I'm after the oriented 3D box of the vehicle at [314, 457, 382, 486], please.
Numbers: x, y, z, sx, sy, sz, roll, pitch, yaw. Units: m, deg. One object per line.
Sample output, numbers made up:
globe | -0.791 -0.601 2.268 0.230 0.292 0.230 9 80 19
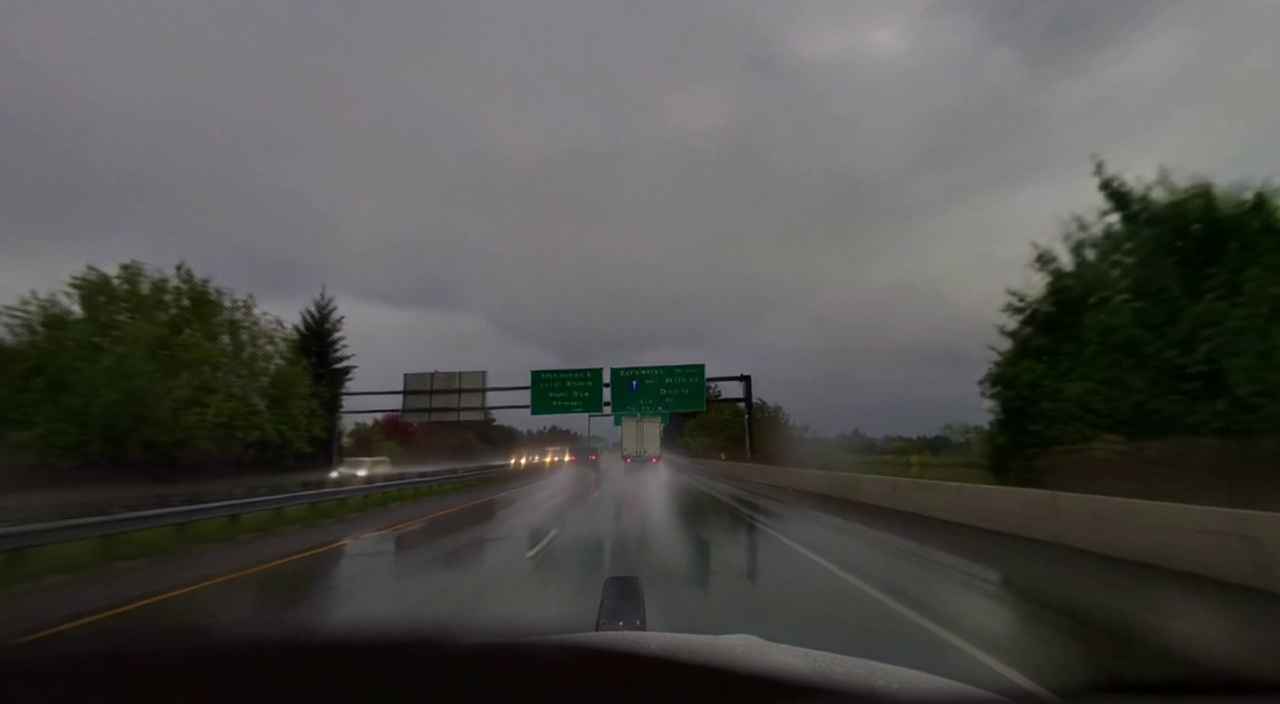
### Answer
vehicle | -16.615 6.792 36.086 1.841 1.543 4.225 0 -9 0
